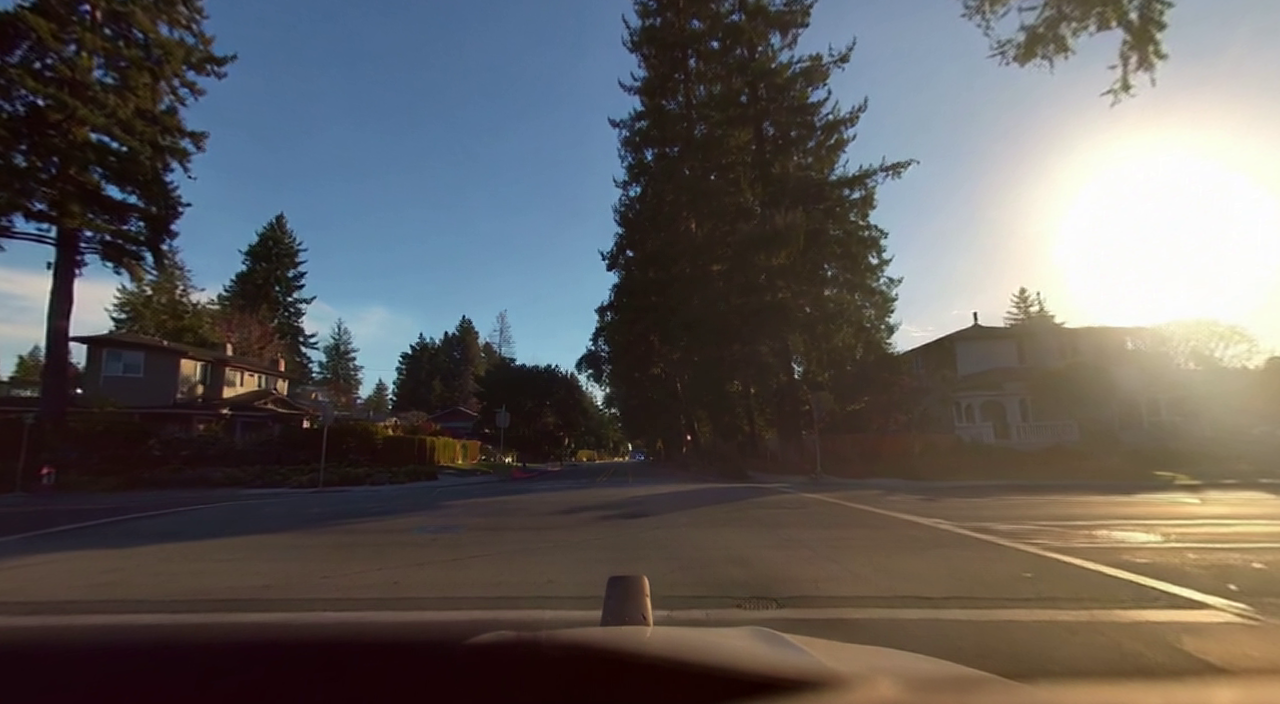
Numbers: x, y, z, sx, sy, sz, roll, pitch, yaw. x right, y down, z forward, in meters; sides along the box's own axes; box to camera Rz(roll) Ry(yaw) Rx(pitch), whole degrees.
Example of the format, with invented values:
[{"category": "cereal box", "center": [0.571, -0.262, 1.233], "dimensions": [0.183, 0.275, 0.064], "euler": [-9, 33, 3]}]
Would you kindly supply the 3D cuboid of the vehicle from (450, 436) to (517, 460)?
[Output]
[{"category": "vehicle", "center": [-12.075, 7.463, 48.856], "dimensions": [4.622, 1.782, 1.836], "euler": [0, -8, 0]}]
